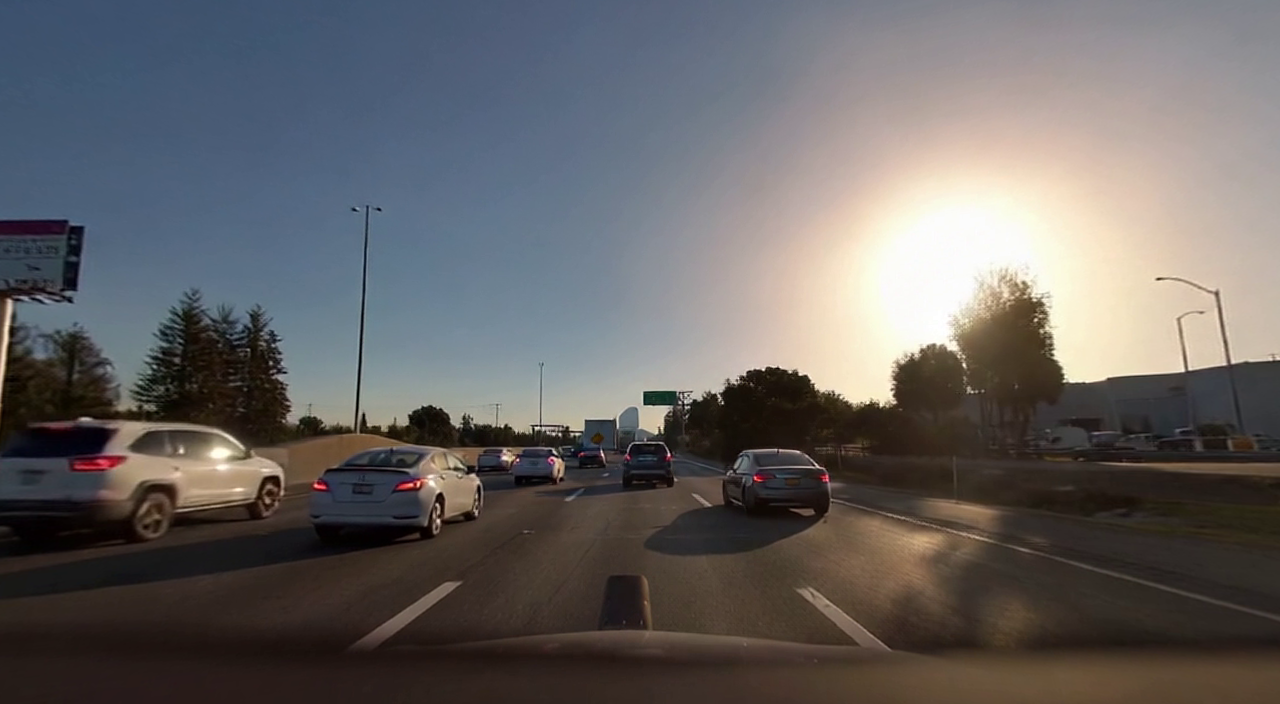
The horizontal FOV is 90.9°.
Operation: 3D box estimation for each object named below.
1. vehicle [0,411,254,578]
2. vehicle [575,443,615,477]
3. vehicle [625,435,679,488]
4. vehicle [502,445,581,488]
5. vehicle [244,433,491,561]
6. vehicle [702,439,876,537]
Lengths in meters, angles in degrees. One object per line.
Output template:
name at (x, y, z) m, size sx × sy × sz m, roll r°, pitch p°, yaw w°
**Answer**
vehicle at (-7.645, 1.778, 8.581) m, size 2.065 × 1.692 × 4.475 m, roll 0°, pitch -9°, yaw -3°
vehicle at (-2.363, 5.501, 32.283) m, size 1.937 × 1.601 × 3.798 m, roll 1°, pitch -9°, yaw -6°
vehicle at (0.338, 3.429, 19.904) m, size 1.537 × 1.507 × 3.424 m, roll 0°, pitch -9°, yaw 0°
vehicle at (-3.611, 4.283, 23.998) m, size 2.132 × 1.464 × 4.481 m, roll 0°, pitch -9°, yaw 2°
vehicle at (-3.740, 2.048, 9.630) m, size 1.883 × 1.500 × 4.161 m, roll 0°, pitch -9°, yaw 0°
vehicle at (2.506, 2.417, 11.929) m, size 2.018 × 1.470 × 4.491 m, roll 0°, pitch -9°, yaw -3°
